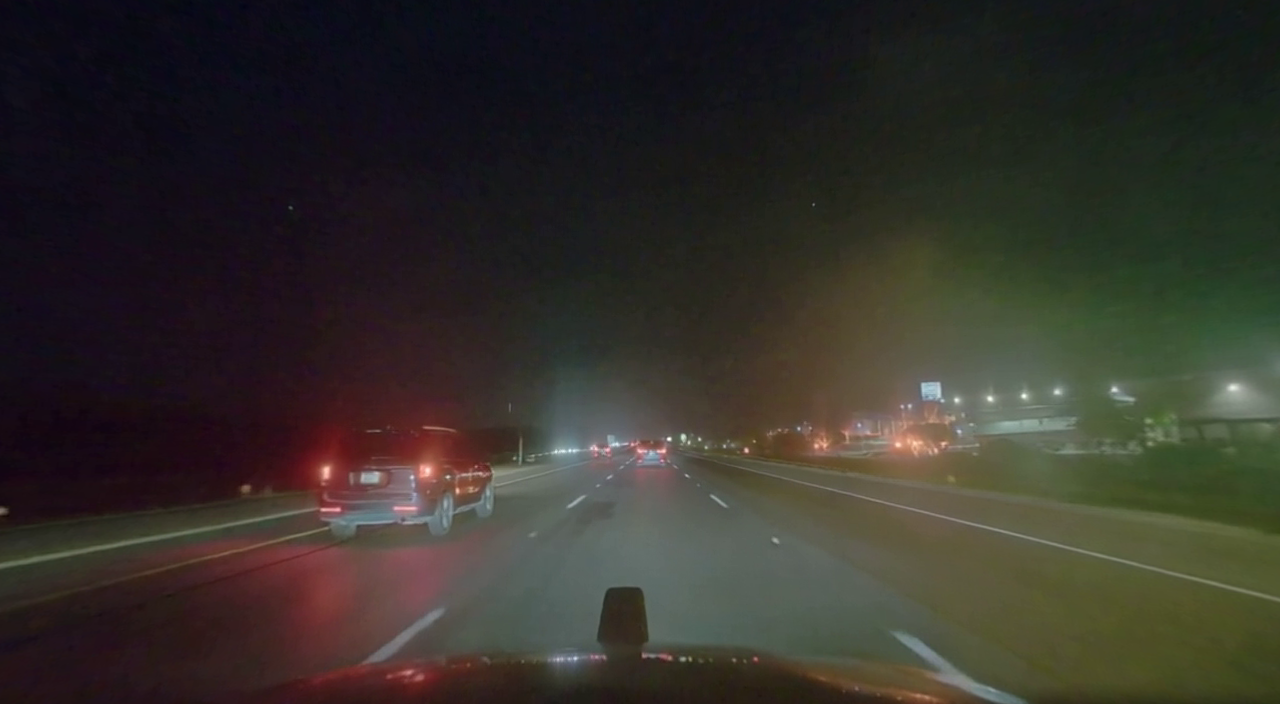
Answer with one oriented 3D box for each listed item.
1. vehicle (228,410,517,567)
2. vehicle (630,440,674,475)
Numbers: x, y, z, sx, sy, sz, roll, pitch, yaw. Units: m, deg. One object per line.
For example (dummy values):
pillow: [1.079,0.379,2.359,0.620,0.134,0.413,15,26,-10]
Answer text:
vehicle: [-3.511,1.899,9.561,2.239,1.761,4.620,0,-8,1]
vehicle: [0.545,5.068,30.492,2.000,1.558,3.945,0,-8,0]
